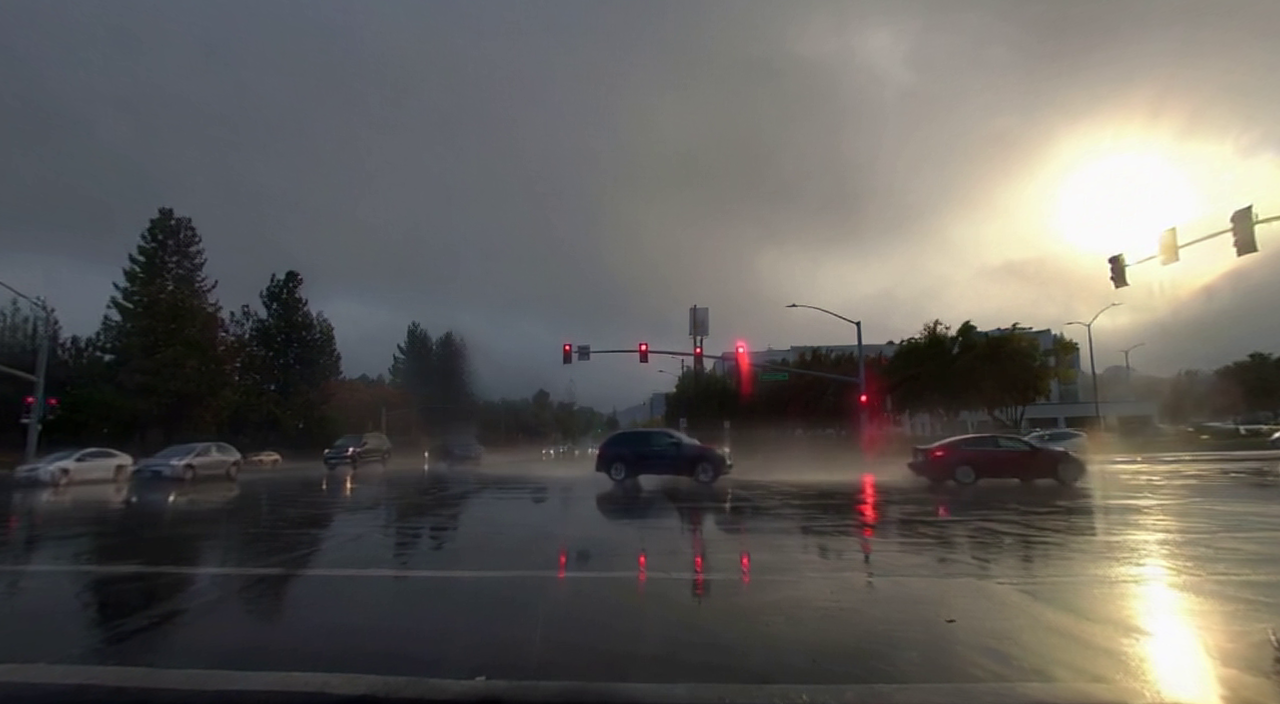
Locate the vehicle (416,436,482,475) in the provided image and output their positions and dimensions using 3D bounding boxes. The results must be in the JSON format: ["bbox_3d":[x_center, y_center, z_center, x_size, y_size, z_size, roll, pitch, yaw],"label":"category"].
[{"bbox_3d":[-9.091,4.861,29.861,1.982,1.678,4.180,5,-10,-29],"label":"vehicle"}]

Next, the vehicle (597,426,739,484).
[{"bbox_3d":[0.975,3.723,22.984,4.767,1.877,2.017,-6,-10,33],"label":"vehicle"}]

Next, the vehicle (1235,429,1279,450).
[{"bbox_3d":[45.674,6.285,45.276,1.786,1.412,4.330,0,-9,0],"label":"vehicle"}]

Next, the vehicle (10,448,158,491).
[{"bbox_3d":[-23.251,4.897,26.749,2.041,1.642,4.628,0,-9,0],"label":"vehicle"}]

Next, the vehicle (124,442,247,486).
[{"bbox_3d":[-19.686,4.843,27.662,2.088,1.743,4.417,0,-9,-1],"label":"vehicle"}]

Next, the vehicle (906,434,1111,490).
[{"bbox_3d":[10.329,3.119,18.119,4.532,1.467,2.135,-2,-9,11],"label":"vehicle"}]

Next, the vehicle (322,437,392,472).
[{"bbox_3d":[-16.407,5.970,36.929,1.977,1.878,4.575,0,-9,0],"label":"vehicle"}]
